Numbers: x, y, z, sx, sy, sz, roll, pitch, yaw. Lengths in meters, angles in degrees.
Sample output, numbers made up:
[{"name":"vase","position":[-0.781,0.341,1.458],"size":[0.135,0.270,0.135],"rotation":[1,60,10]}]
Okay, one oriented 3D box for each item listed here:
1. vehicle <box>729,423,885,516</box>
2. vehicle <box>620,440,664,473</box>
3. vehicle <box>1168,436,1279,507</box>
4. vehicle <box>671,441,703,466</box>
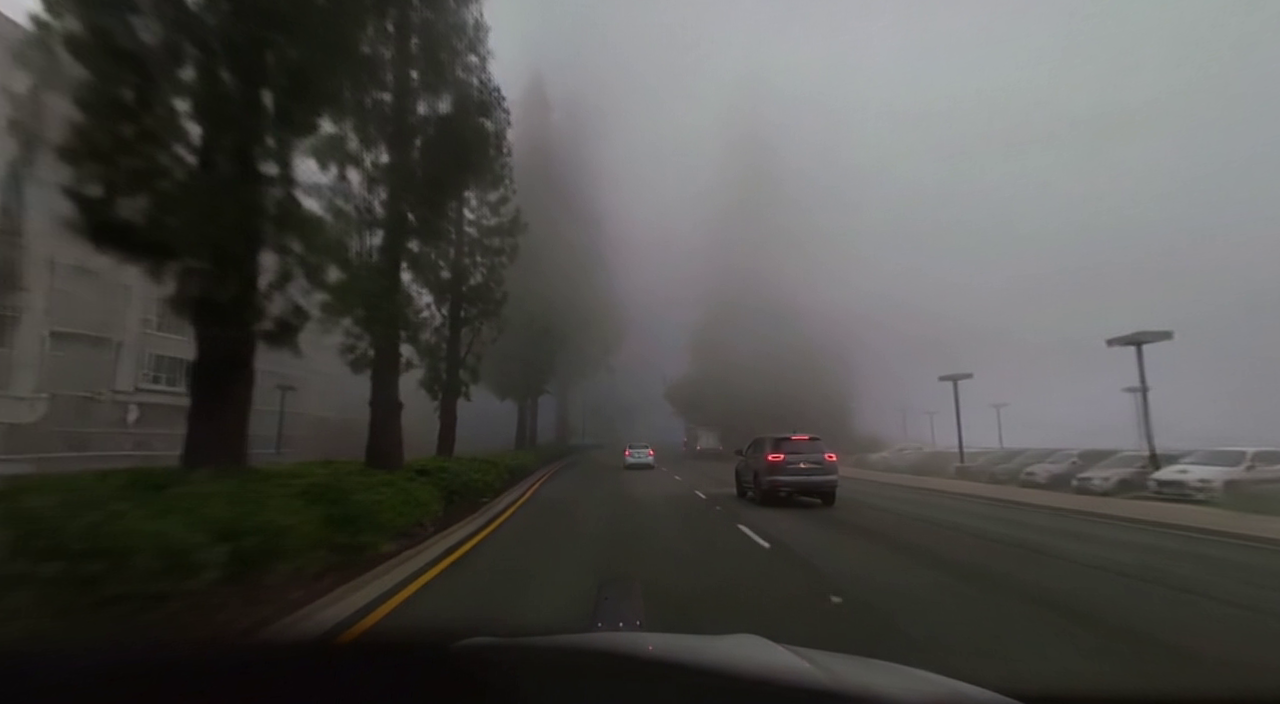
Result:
[{"name":"vehicle","position":[3.598,2.667,14.786],"size":[2.235,1.806,4.818],"rotation":[0,-9,-1]},{"name":"vehicle","position":[0.049,5.306,32.242],"size":[2.145,1.572,4.021],"rotation":[0,-9,-1]},{"name":"vehicle","position":[17.435,3.297,17.695],"size":[4.612,1.747,2.183],"rotation":[4,-10,-26]},{"name":"vehicle","position":[3.515,7.654,47.684],"size":[1.976,1.725,4.159],"rotation":[0,-9,-1]}]
